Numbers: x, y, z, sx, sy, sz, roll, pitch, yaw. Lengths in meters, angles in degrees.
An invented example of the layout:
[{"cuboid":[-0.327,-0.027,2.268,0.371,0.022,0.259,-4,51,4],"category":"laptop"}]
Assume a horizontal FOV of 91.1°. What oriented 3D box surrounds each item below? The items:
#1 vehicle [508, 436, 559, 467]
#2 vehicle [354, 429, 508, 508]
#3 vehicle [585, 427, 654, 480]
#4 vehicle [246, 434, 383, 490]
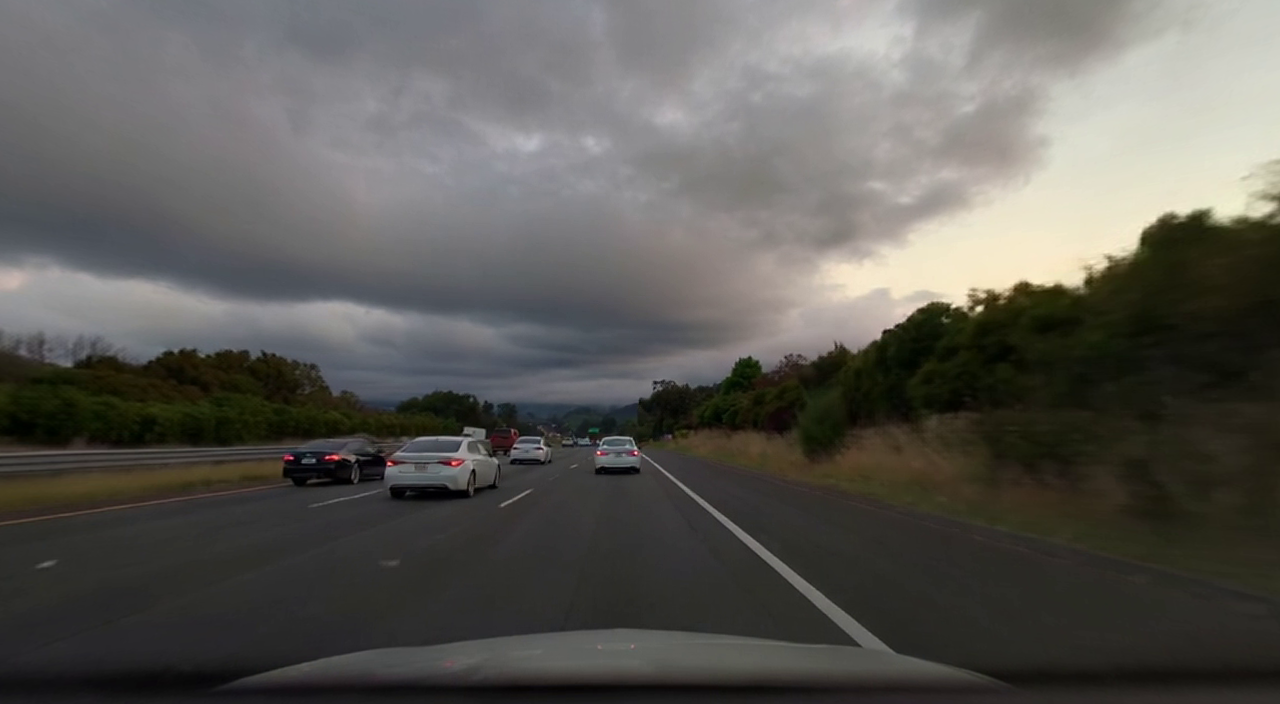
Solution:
[{"cuboid":[-5.197,4.877,31.102,1.835,1.432,3.835,0,-8,0],"category":"vehicle"},{"cuboid":[-4.426,2.504,14.139,1.971,1.464,4.386,0,-8,0],"category":"vehicle"},{"cuboid":[-0.697,3.505,21.995,2.178,1.658,3.916,0,-8,-1],"category":"vehicle"},{"cuboid":[-9.226,3.109,18.247,1.850,1.439,3.932,0,-8,0],"category":"vehicle"}]
